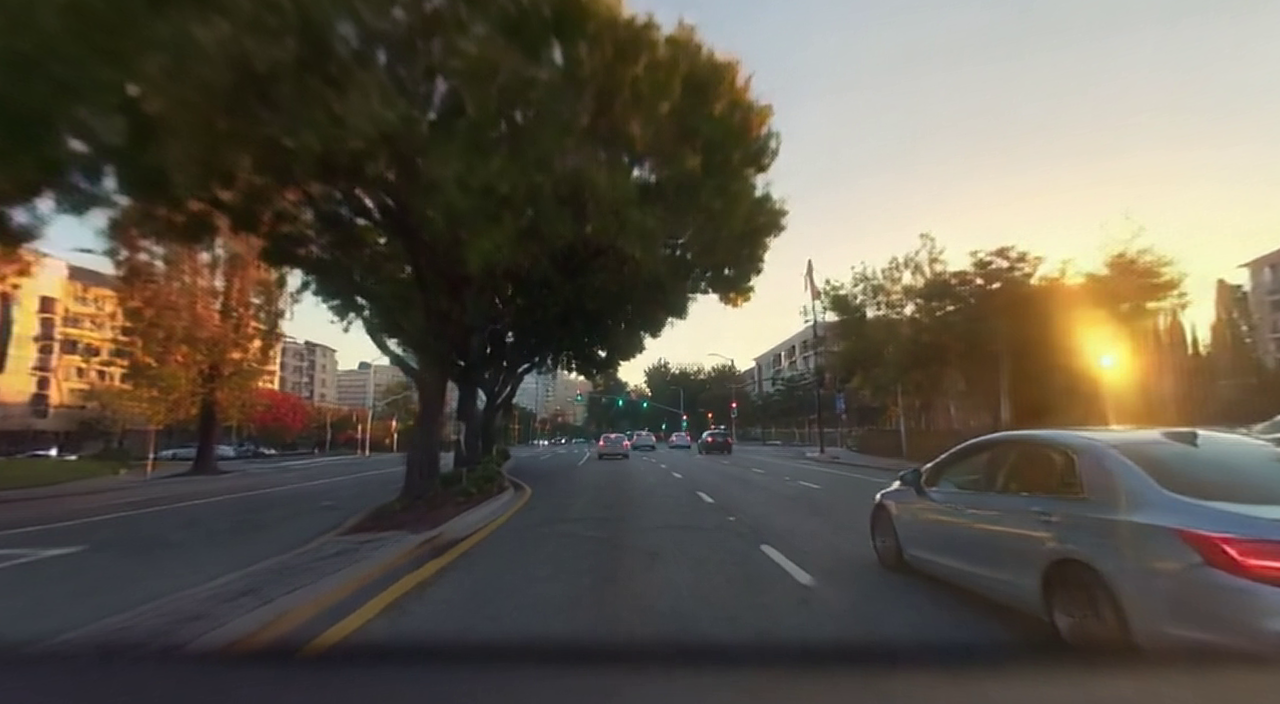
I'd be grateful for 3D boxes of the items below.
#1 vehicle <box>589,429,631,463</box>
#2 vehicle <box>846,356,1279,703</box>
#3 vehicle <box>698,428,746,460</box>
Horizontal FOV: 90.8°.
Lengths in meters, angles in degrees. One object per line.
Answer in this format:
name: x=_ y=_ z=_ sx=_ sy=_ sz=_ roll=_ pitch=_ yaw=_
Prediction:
vehicle: x=-1.639 y=4.994 z=33.730 sx=2.101 sy=1.641 sz=4.341 roll=0 pitch=-8 yaw=-4
vehicle: x=3.355 y=1.142 z=4.783 sx=1.893 sy=1.664 sz=4.670 roll=0 pitch=-8 yaw=-1
vehicle: x=5.246 y=5.956 z=41.222 sx=2.052 sy=1.886 sz=5.297 roll=0 pitch=-8 yaw=-5
